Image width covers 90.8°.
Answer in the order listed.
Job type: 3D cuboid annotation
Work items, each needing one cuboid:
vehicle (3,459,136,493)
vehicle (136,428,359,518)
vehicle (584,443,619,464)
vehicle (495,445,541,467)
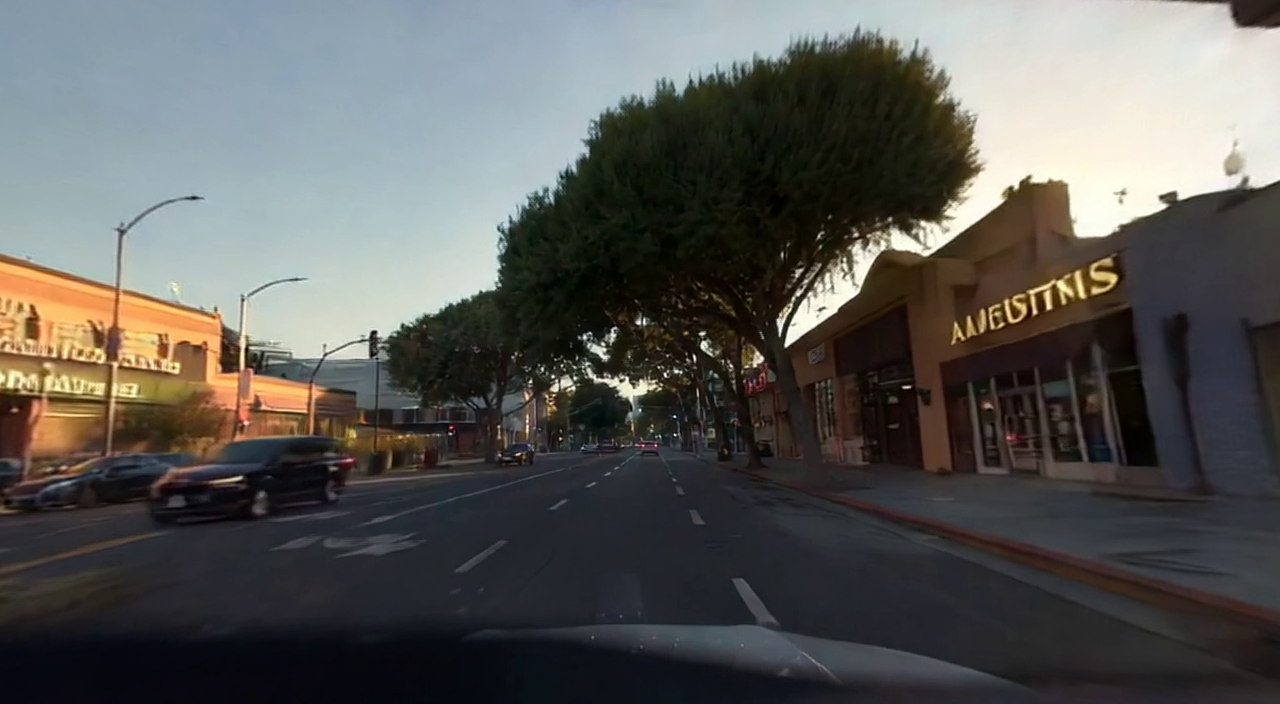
[{"bbox_3d":[-28.168,6.086,31.369,1.755,1.445,4.485,-5,-10,29],"label":"vehicle"},{"bbox_3d":[-9.209,2.861,15.514,2.281,1.834,4.736,-1,-9,2],"label":"vehicle"},{"bbox_3d":[-2.610,7.036,43.872,1.962,1.420,4.021,-1,-9,4],"label":"vehicle"},{"bbox_3d":[-8.331,7.131,43.494,2.050,1.457,4.338,-1,-9,3],"label":"vehicle"}]
